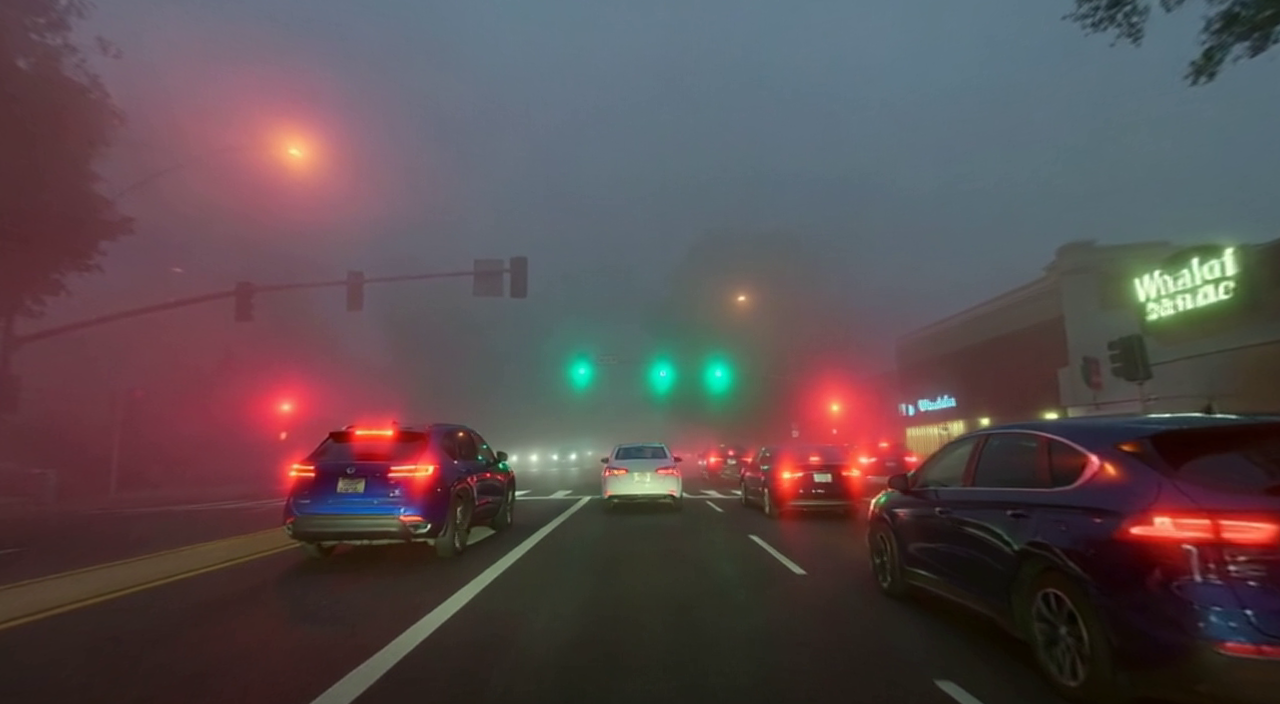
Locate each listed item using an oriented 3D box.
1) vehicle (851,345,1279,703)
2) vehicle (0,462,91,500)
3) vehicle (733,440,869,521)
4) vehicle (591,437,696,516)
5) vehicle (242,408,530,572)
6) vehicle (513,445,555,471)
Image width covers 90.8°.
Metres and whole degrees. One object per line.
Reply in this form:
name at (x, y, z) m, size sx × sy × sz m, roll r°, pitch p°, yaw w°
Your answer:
vehicle at (3.187, 1.117, 4.178) m, size 2.075 × 1.661 × 4.401 m, roll 0°, pitch -9°, yaw 1°
vehicle at (-27.195, 5.642, 27.773) m, size 4.098 × 1.497 × 1.934 m, roll 4°, pitch -9°, yaw -24°
vehicle at (3.363, 2.752, 14.087) m, size 1.865 × 1.496 × 4.170 m, roll 0°, pitch -9°, yaw -1°
vehicle at (0.048, 2.841, 14.898) m, size 2.154 × 1.577 × 3.723 m, roll 0°, pitch -9°, yaw -1°
vehicle at (-3.291, 1.920, 9.564) m, size 2.257 × 1.823 × 4.777 m, roll -1°, pitch -9°, yaw 1°
vehicle at (-7.834, 7.874, 47.143) m, size 2.293 × 1.777 × 4.497 m, roll 0°, pitch -9°, yaw 0°
